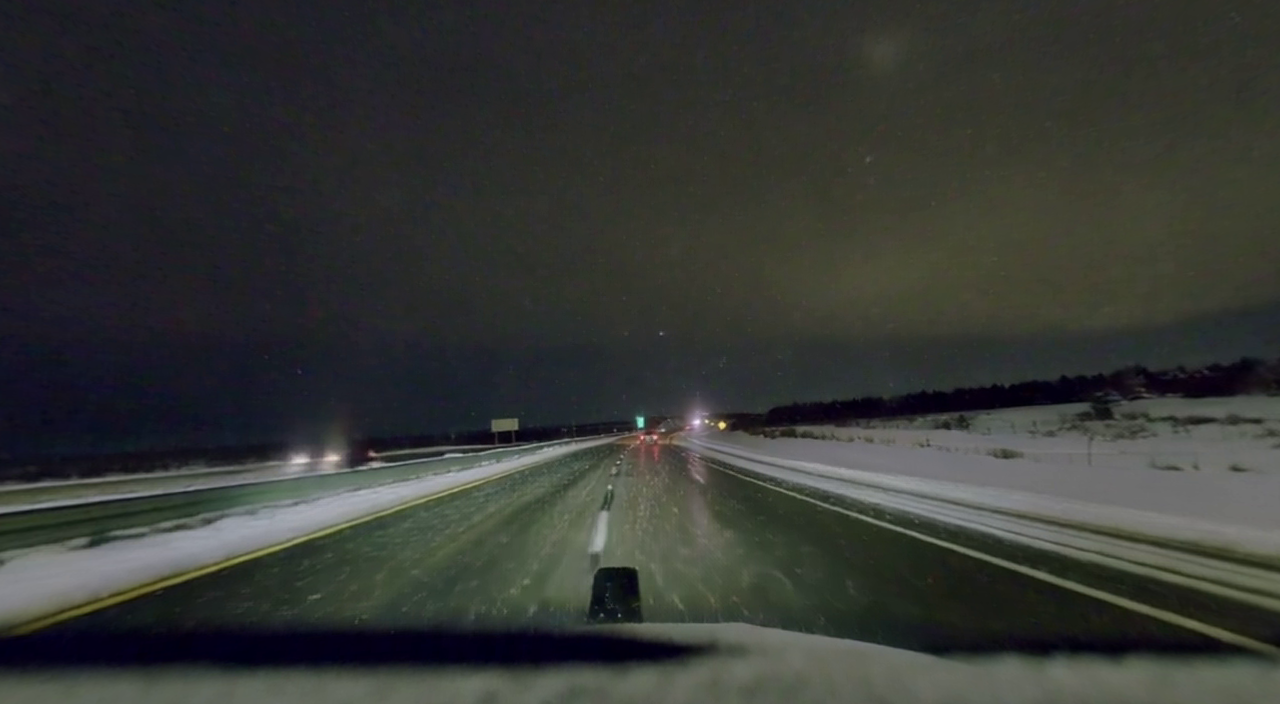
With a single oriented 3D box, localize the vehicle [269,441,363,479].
[{"bbox_3d":[-14.346,4.757,28.146,1.917,1.505,4.399,0,-8,-1],"label":"vehicle"}]
